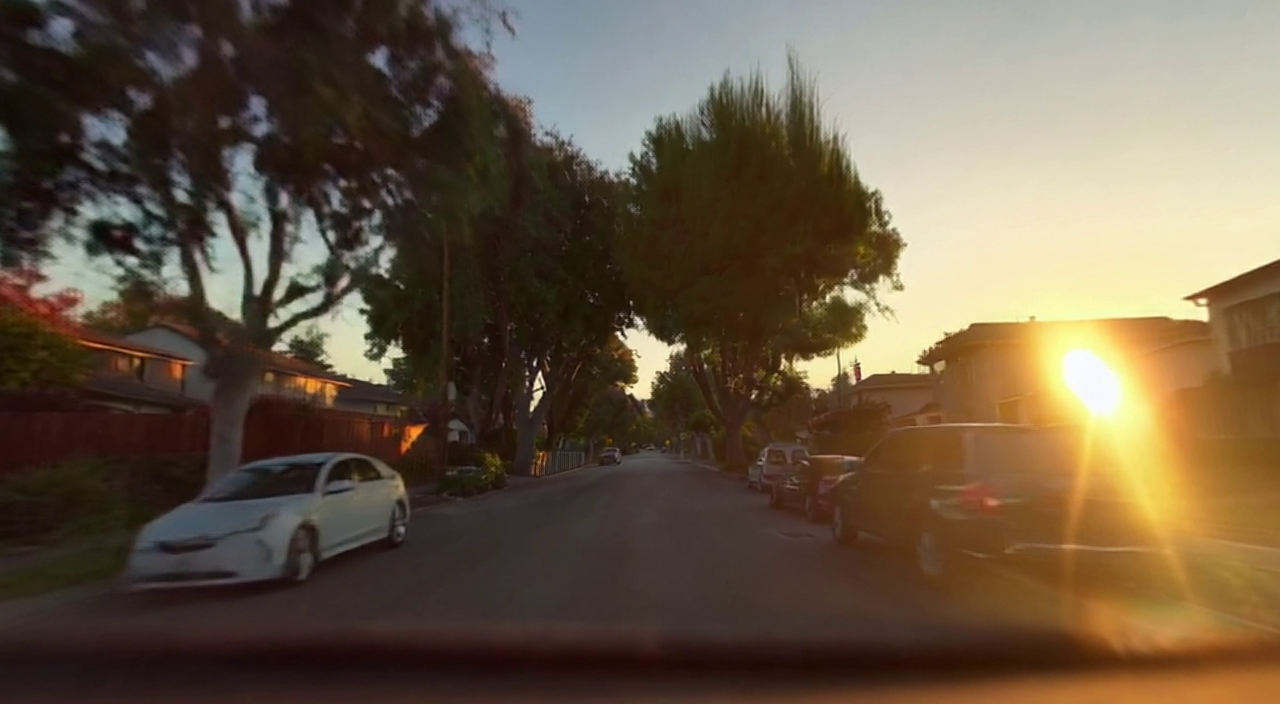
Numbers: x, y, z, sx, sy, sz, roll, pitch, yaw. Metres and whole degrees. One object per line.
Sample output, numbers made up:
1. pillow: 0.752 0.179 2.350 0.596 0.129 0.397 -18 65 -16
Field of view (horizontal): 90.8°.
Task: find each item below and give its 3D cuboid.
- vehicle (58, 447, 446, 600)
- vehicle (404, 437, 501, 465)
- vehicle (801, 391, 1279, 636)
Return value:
1. vehicle: -4.426 2.038 8.327 2.234 1.377 4.413 -2 -10 1
2. vehicle: -12.797 6.827 43.463 5.863 1.773 2.451 0 -10 -3
3. vehicle: 3.939 1.707 7.914 2.350 1.912 5.696 0 -9 0
